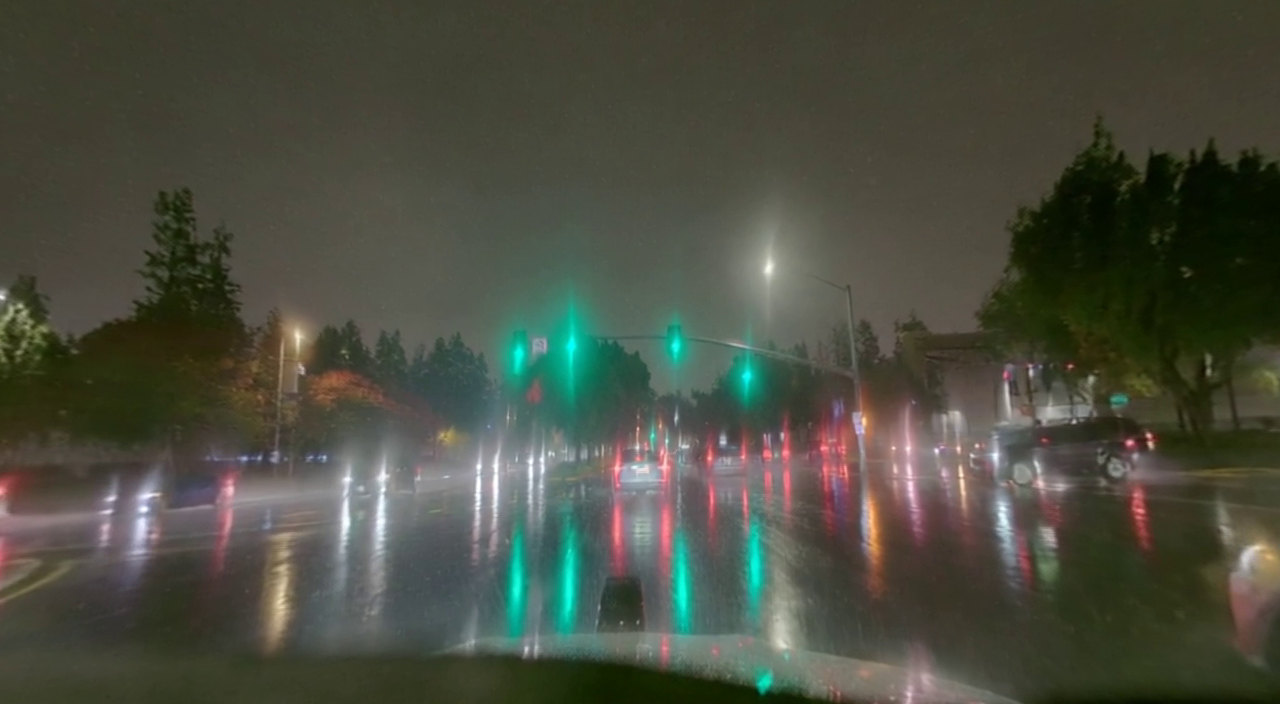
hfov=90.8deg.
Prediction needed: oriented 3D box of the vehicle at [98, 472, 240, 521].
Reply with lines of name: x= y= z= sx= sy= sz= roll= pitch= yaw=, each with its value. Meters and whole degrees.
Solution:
vehicle: x=-16.971 y=5.197 z=23.106 sx=1.957 sy=1.444 sz=4.306 roll=0 pitch=-9 yaw=-2

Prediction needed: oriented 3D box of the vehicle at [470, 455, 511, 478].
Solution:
vehicle: x=-10.757 y=8.263 z=45.717 sx=1.808 sy=1.512 sz=4.447 roll=0 pitch=-9 yaw=1

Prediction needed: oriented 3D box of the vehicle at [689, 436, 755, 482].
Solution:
vehicle: x=3.364 y=4.479 z=26.745 sx=2.107 sy=1.773 sz=4.557 roll=0 pitch=-9 yaw=-1

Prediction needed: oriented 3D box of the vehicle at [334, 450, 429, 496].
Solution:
vehicle: x=-11.056 y=5.176 z=27.432 sx=2.102 sy=1.758 sz=4.532 roll=0 pitch=-9 yaw=1

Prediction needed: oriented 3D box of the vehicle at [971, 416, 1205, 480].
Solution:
vehicle: x=15.209 y=3.333 z=21.948 sx=6.013 sy=2.030 sz=2.461 roll=-2 pitch=-9 yaw=12

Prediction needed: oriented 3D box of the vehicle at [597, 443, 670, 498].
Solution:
vehicle: x=-0.192 y=3.589 z=19.493 sx=2.034 sy=1.500 sz=3.966 roll=0 pitch=-9 yaw=0
